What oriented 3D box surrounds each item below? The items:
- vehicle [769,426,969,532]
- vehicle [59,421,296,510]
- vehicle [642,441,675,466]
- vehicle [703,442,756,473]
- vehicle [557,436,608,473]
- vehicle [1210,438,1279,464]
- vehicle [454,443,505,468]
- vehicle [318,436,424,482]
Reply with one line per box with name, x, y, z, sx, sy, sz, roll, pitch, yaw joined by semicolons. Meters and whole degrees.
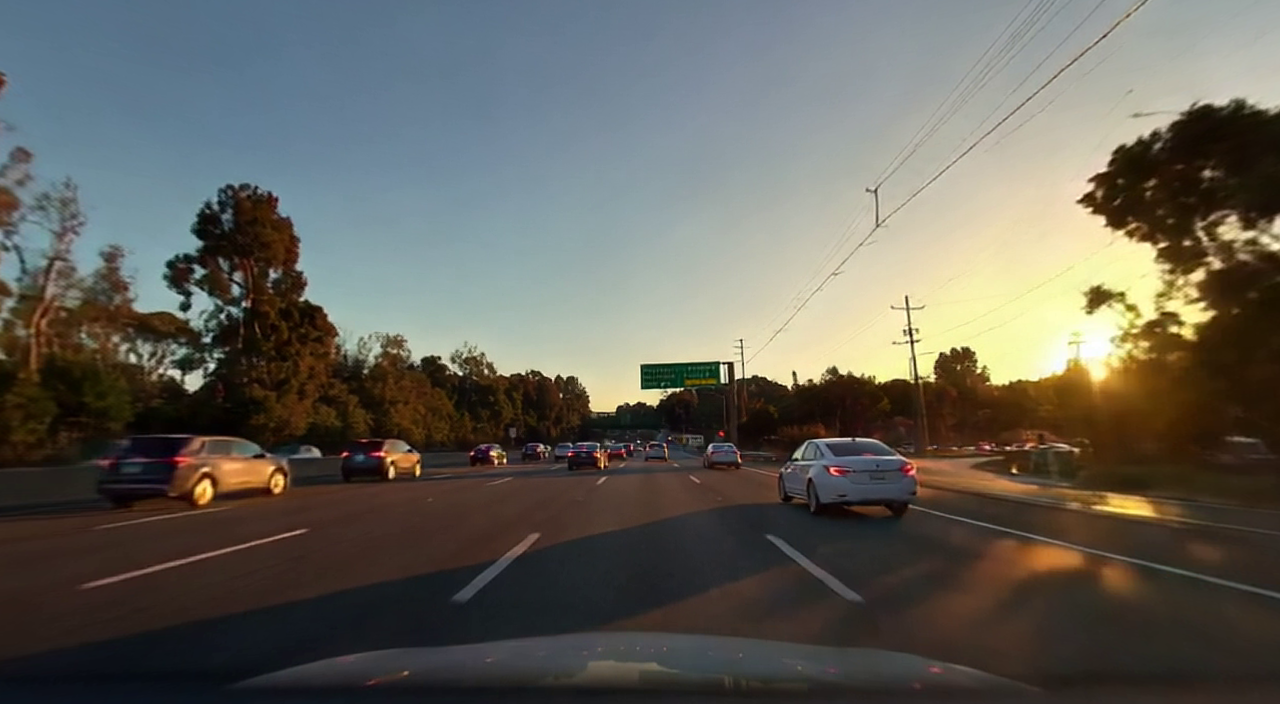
vehicle;3.916;2.235;11.757;2.036;1.580;4.360;0;-8;-1
vehicle;-10.716;2.656;15.230;2.083;1.776;4.721;0;-8;1
vehicle;1.234;7.012;43.779;2.220;1.575;4.332;0;-8;0
vehicle;4.530;5.410;32.725;2.022;1.472;4.678;0;-8;0
vehicle;-2.949;5.397;33.367;2.133;1.775;4.530;0;-8;1
vehicle;36.432;5.830;37.258;3.835;1.440;1.678;0;-8;-1
vehicle;-10.268;6.635;40.705;1.926;1.479;4.688;0;-8;1
vehicle;-10.635;4.252;25.388;2.137;1.690;4.630;0;-8;1
